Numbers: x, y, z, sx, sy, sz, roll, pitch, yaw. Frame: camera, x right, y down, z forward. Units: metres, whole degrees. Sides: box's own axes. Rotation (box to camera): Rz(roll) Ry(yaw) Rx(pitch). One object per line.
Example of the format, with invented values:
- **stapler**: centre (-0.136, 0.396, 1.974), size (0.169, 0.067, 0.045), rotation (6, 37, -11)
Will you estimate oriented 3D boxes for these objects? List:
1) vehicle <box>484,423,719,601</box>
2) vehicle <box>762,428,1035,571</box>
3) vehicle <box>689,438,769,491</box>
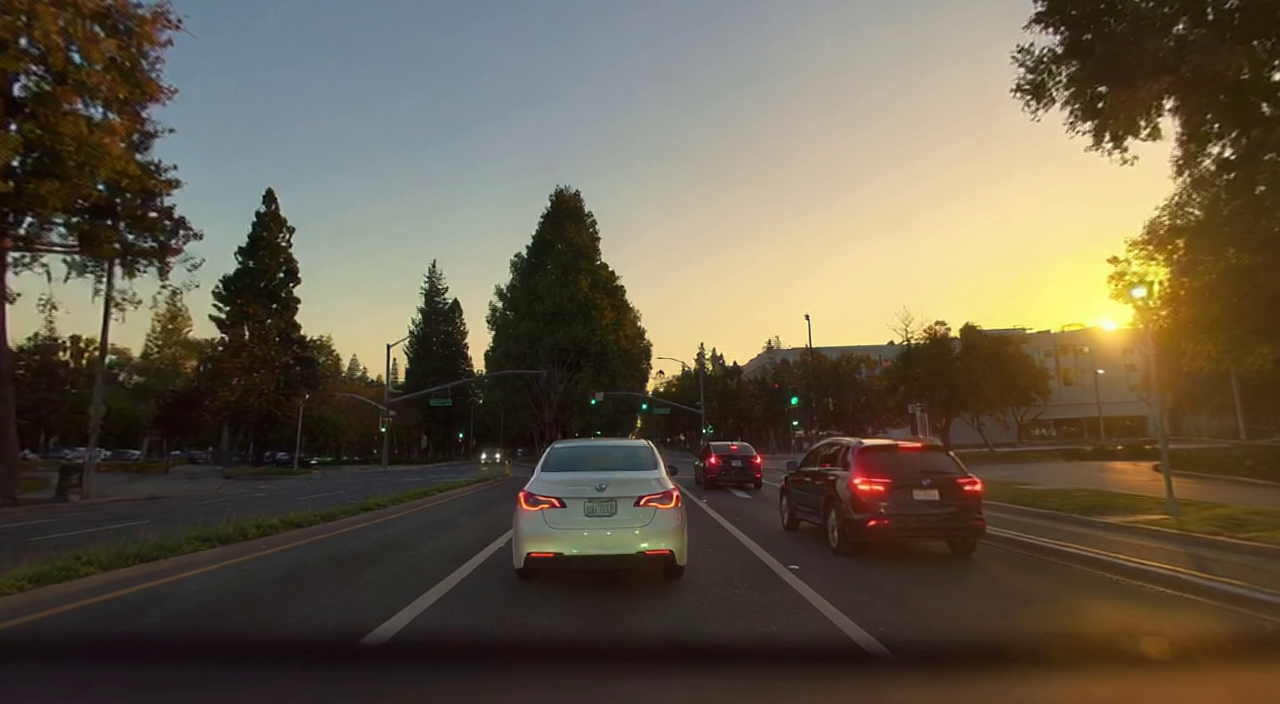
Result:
- **vehicle**: centre (-0.355, 1.637, 7.237), size (2.006, 1.487, 3.535), rotation (0, -9, -1)
- **vehicle**: centre (3.139, 1.873, 8.829), size (1.910, 1.474, 4.263), rotation (0, -9, -1)
- **vehicle**: centre (2.864, 3.713, 21.194), size (1.874, 1.556, 4.116), rotation (0, -9, -3)
